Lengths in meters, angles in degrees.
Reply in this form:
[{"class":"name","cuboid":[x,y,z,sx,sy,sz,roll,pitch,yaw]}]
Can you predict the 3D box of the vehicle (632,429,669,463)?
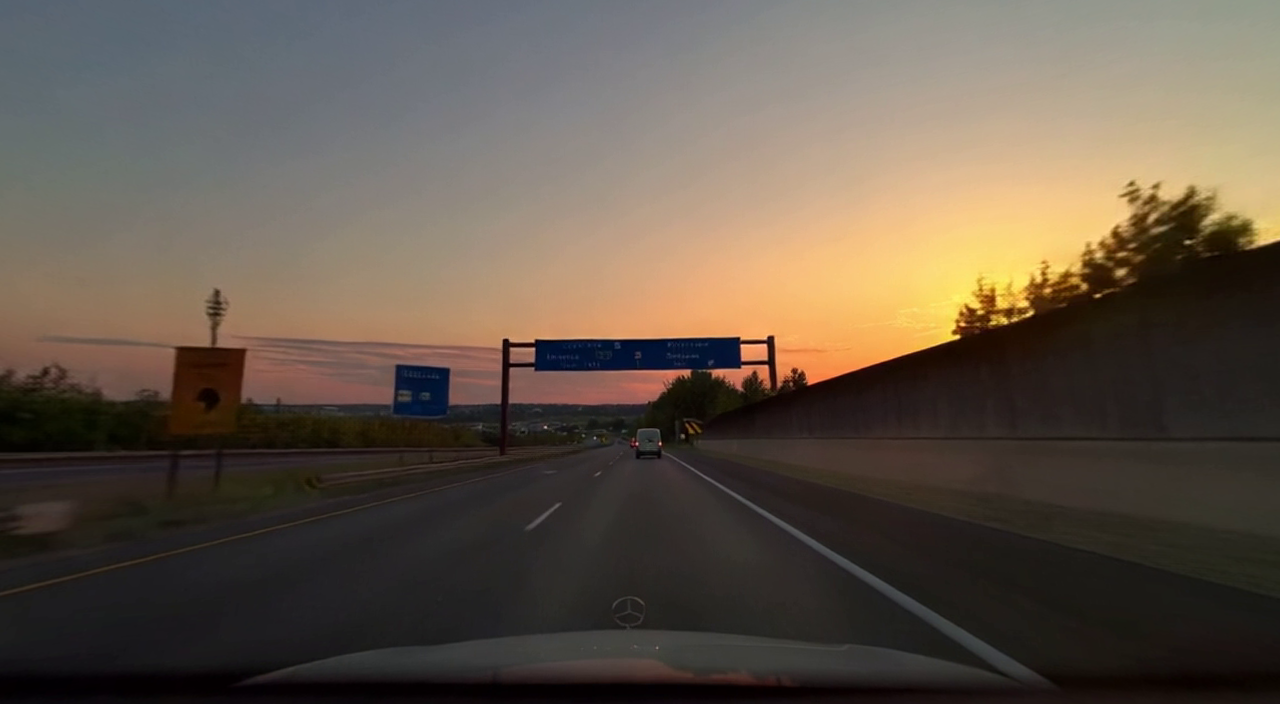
[{"class":"vehicle","cuboid":[0.696,6.228,41.830,2.277,2.109,4.922,0,-8,1]}]
